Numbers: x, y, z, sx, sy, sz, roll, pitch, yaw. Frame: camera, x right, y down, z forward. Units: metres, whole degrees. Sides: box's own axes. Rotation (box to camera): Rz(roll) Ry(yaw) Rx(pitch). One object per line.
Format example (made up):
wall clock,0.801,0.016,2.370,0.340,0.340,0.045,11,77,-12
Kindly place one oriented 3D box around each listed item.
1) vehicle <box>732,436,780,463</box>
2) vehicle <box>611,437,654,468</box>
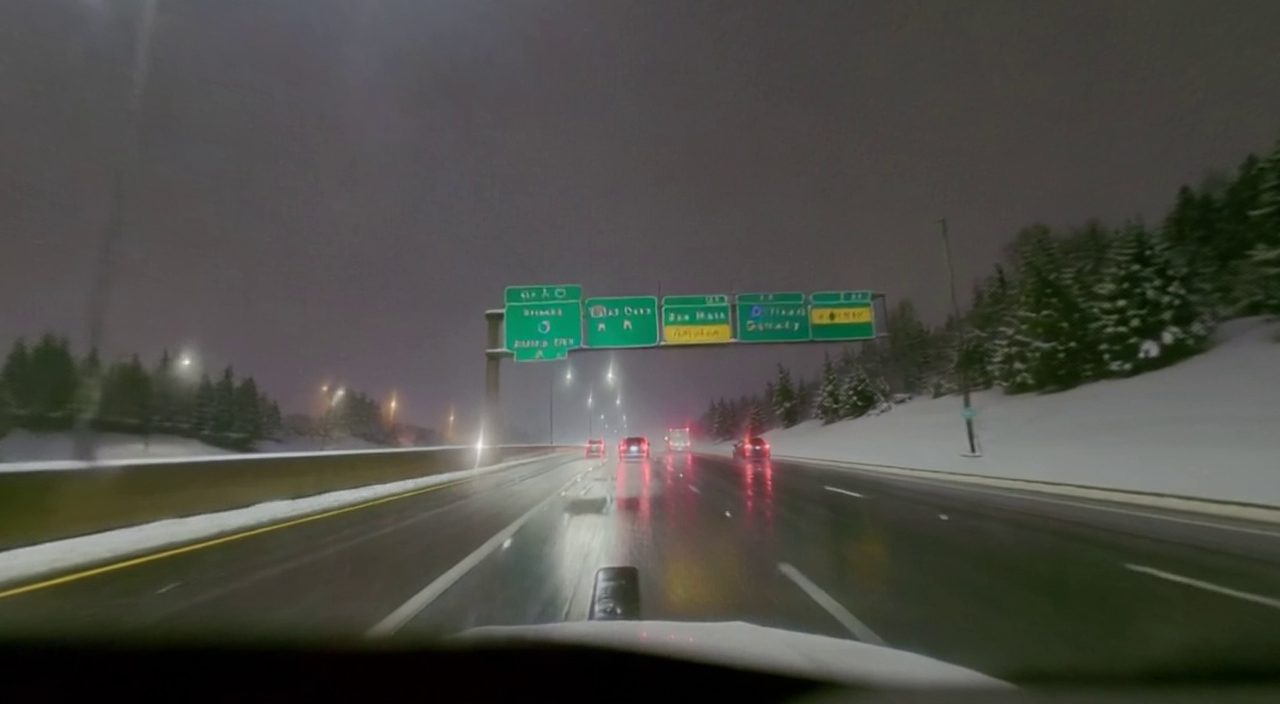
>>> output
vehicle,6.833,5.814,37.677,1.935,1.478,4.433,0,-8,-1
vehicle,-0.377,4.983,31.477,1.985,1.457,4.227,0,-8,-1
